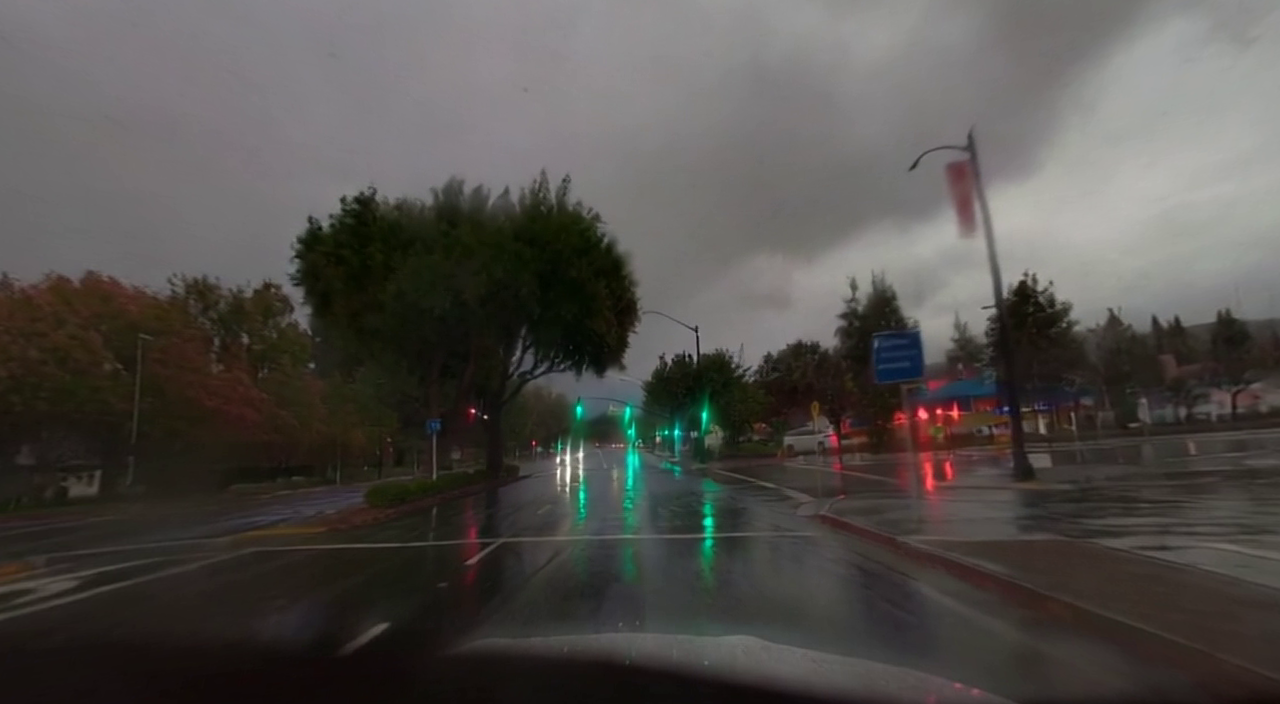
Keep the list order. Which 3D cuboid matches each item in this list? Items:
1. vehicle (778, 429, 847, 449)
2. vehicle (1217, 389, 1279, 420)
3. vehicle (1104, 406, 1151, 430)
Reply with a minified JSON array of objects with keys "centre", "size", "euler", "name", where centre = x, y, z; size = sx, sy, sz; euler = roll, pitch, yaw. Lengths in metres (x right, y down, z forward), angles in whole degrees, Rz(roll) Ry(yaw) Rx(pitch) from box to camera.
[{"centre":[13.606,6.905,49.868],"size":[4.803,1.510,1.927],"euler":[-6,-10,33],"name":"vehicle"},{"centre":[43.540,3.779,45.336],"size":[2.215,1.897,5.594],"euler":[-10,-9,34],"name":"vehicle"},{"centre":[35.299,4.810,45.854],"size":[1.954,1.540,3.963],"euler":[-5,-10,27],"name":"vehicle"}]
